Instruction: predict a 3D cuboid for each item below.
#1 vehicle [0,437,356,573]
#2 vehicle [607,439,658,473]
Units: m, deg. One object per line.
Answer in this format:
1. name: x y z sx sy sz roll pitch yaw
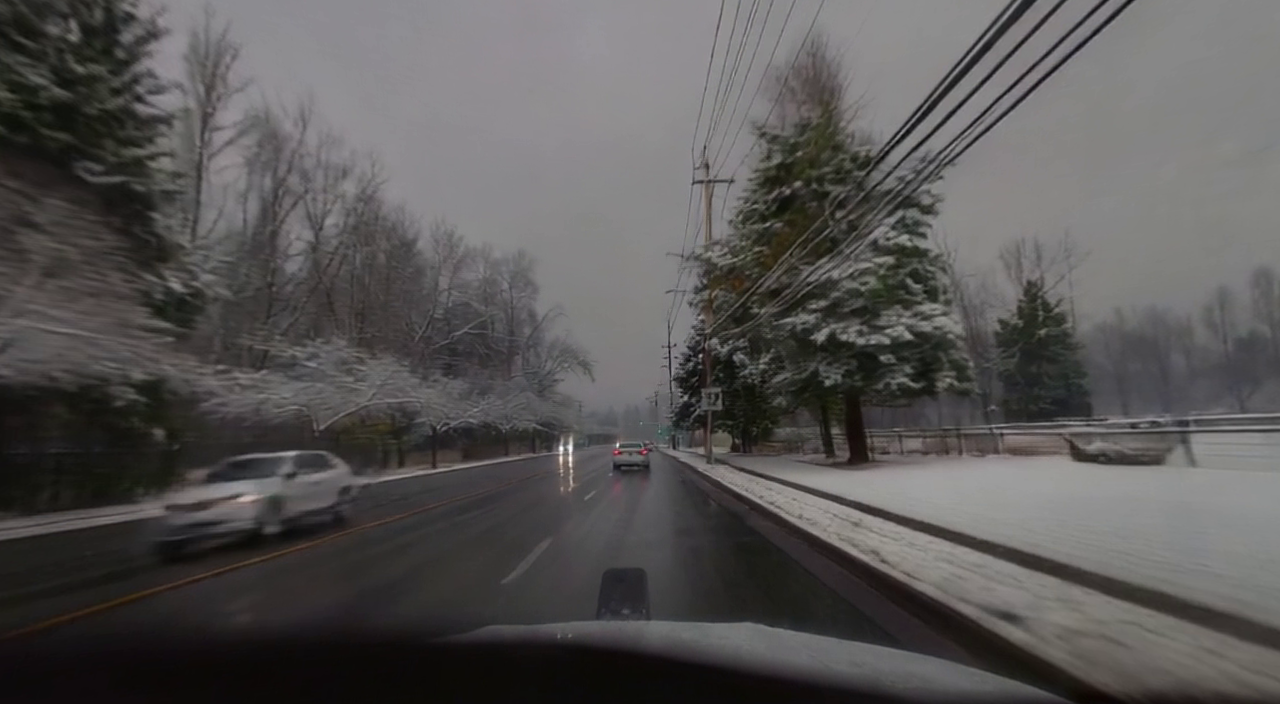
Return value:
1. vehicle: -6.511 2.132 9.702 2.142 1.436 4.612 -4 -8 0
2. vehicle: -0.291 4.861 29.662 2.153 1.461 4.374 -1 -8 2
